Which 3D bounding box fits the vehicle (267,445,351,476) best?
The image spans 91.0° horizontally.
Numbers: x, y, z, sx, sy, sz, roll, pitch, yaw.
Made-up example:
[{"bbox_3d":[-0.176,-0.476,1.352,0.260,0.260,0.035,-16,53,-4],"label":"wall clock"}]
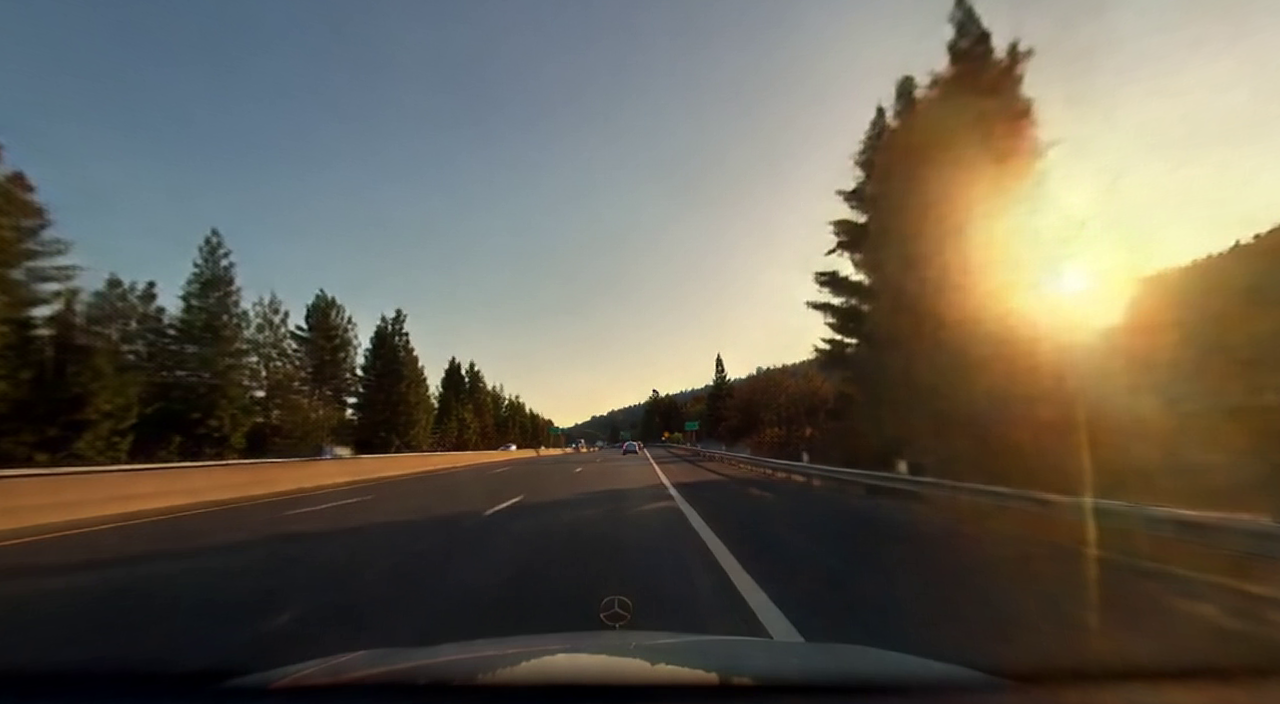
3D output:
[{"bbox_3d":[-17.360,5.674,33.307,1.897,1.479,4.598,-1,-8,1],"label":"vehicle"}]
